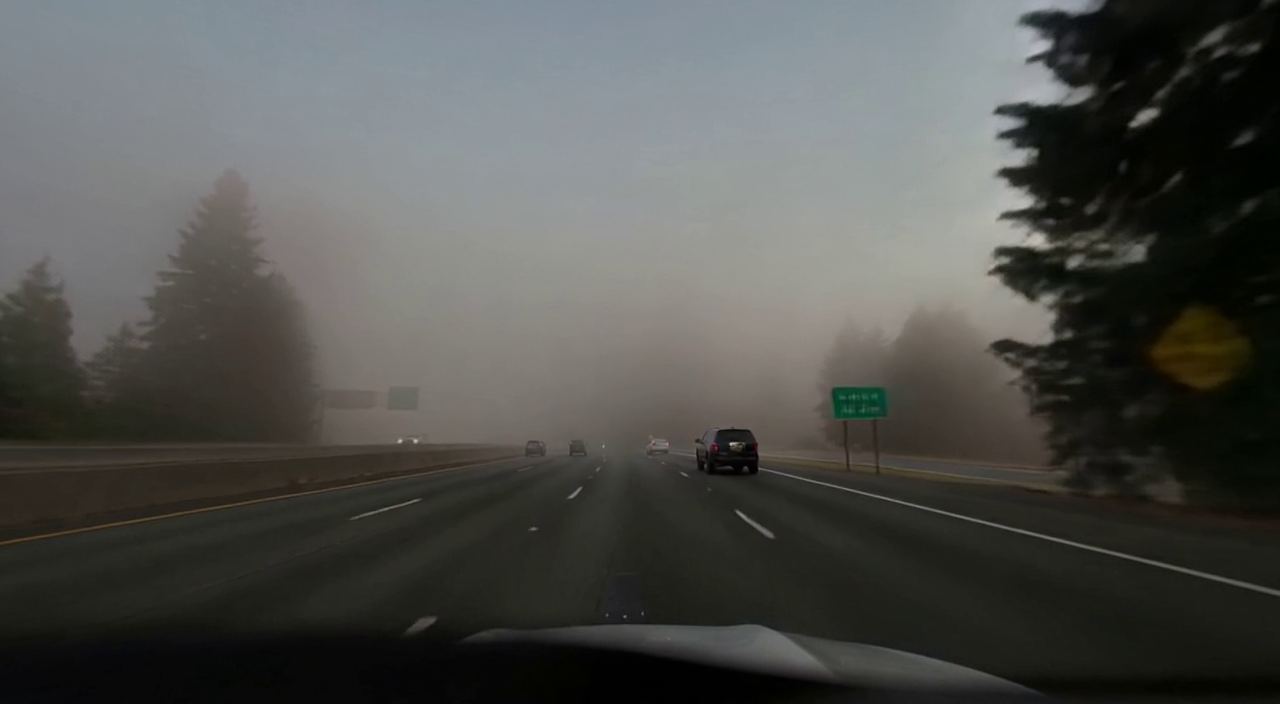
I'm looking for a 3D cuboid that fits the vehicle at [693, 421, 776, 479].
[{"bbox_3d":[3.149,3.403,21.967,2.043,1.795,4.347,0,-8,-3],"label":"vehicle"}]

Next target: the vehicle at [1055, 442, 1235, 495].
[{"bbox_3d":[17.187,3.949,21.876,2.033,1.580,4.752,1,-8,-6],"label":"vehicle"}]
